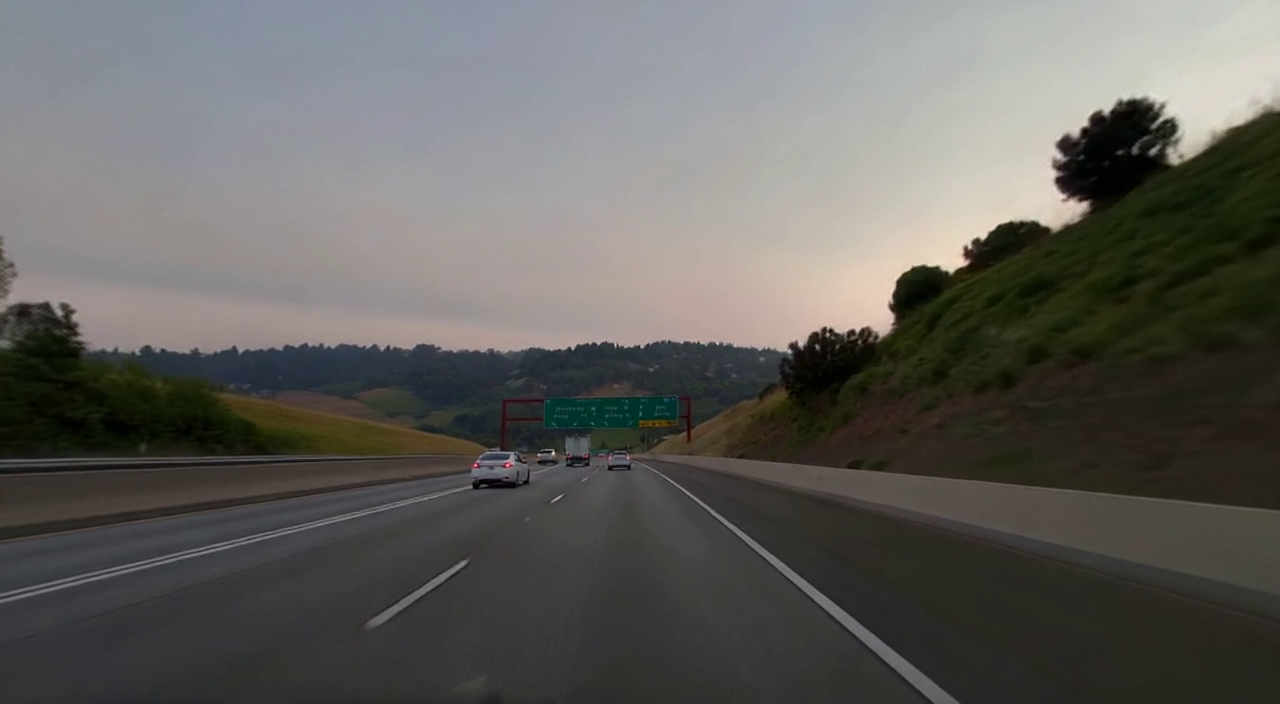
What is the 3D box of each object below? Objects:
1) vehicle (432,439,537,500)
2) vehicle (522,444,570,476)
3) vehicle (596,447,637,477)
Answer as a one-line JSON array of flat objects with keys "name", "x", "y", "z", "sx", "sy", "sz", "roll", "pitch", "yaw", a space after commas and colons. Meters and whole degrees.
[{"name": "vehicle", "x": -4.578, "y": 3.532, "z": 19.308, "sx": 2.208, "sy": 1.619, "sz": 4.162, "roll": 0, "pitch": -9, "yaw": -1}, {"name": "vehicle", "x": -5.057, "y": 5.881, "z": 34.552, "sx": 2.118, "sy": 1.624, "sz": 4.032, "roll": 0, "pitch": -9, "yaw": -1}, {"name": "vehicle", "x": -1.249, "y": 5.743, "z": 33.262, "sx": 1.988, "sy": 1.440, "sz": 4.201, "roll": 0, "pitch": -9, "yaw": -2}]
